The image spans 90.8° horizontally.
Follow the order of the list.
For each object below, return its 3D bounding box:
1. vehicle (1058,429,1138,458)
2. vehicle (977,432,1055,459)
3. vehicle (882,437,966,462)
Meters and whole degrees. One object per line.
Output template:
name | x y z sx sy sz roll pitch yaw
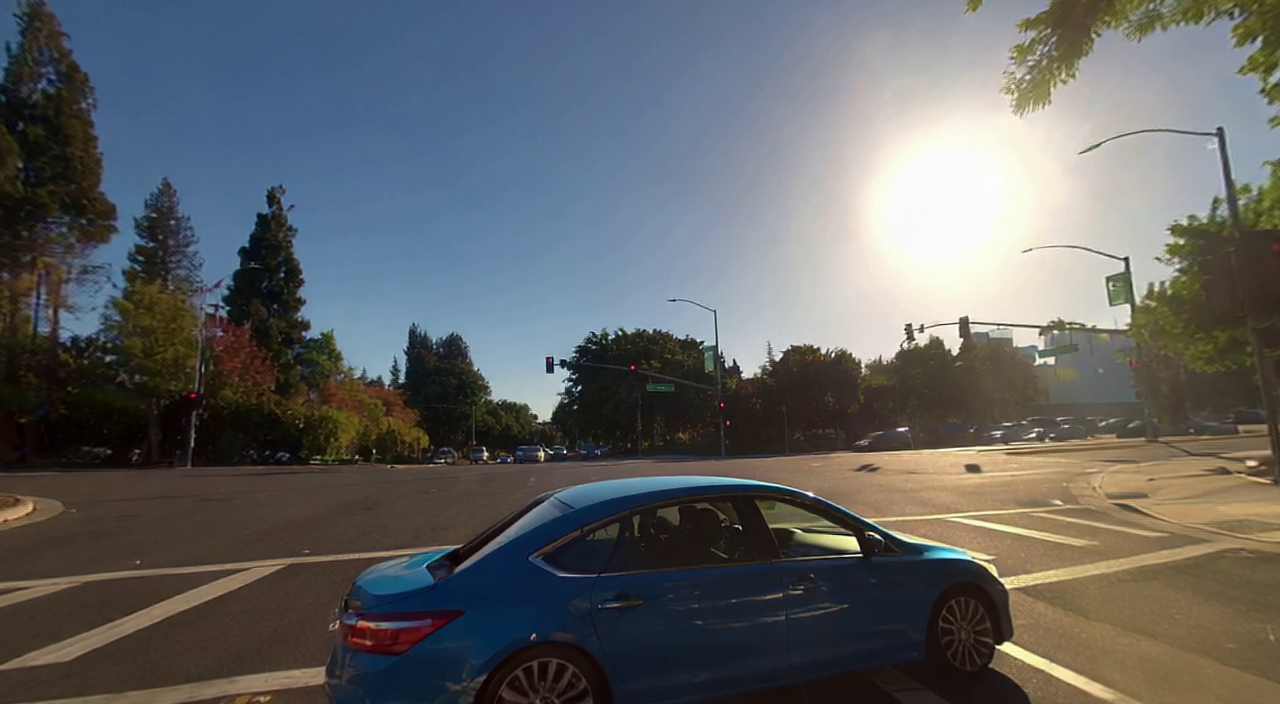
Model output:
vehicle | 36.109 7.212 49.739 6.148 2.119 2.473 4 -10 -28
vehicle | 26.956 6.730 45.253 5.032 1.828 2.183 4 -9 -24
vehicle | 18.710 6.428 41.614 5.234 1.549 1.982 4 -9 -24
